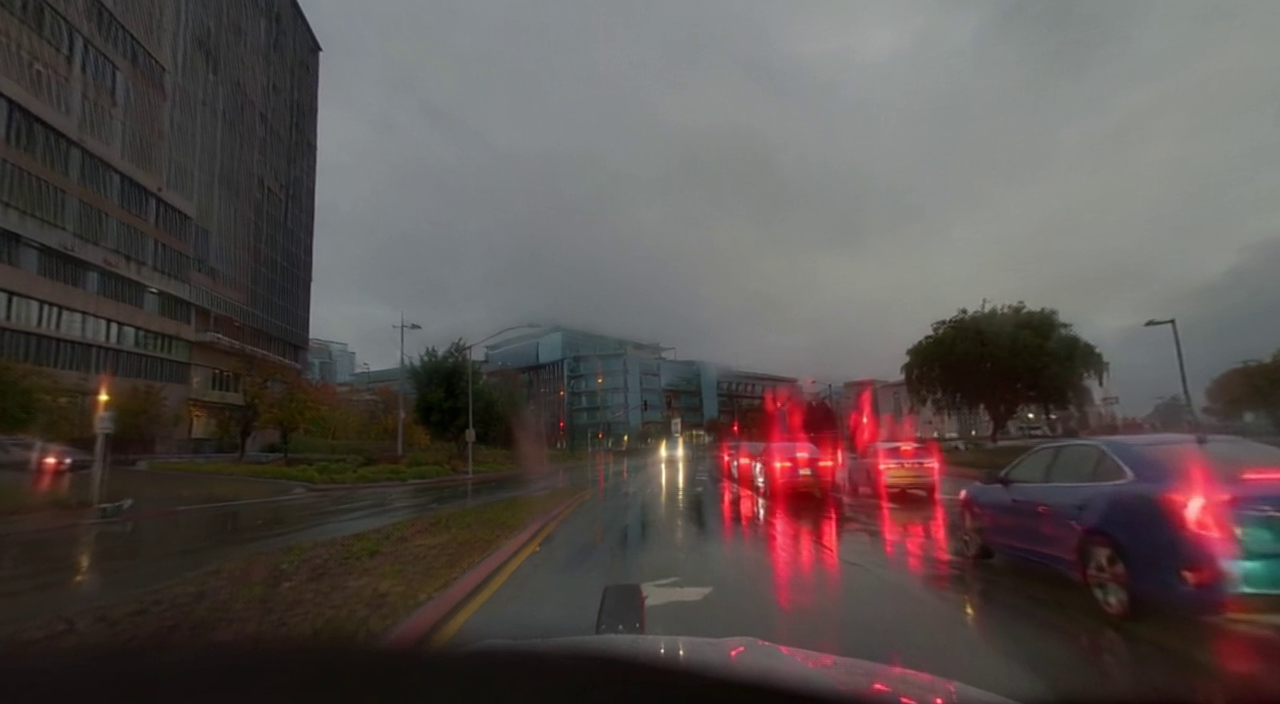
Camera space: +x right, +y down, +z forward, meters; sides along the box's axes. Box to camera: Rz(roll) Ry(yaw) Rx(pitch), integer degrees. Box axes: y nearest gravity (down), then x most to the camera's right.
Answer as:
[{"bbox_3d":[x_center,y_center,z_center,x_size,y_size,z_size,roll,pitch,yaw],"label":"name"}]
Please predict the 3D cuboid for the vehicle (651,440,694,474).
[{"bbox_3d":[1.848,5.687,34.283,2.121,1.728,4.161,-1,-9,6],"label":"vehicle"}]

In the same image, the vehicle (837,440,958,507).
[{"bbox_3d":[6.957,3.285,17.509,1.983,1.628,3.885,-1,-9,5],"label":"vehicle"}]

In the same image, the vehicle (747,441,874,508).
[{"bbox_3d":[4.354,3.197,16.863,2.183,1.553,3.923,0,-9,-2],"label":"vehicle"}]

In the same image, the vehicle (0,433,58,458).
[{"bbox_3d":[-44.862,6.675,44.845,4.600,1.700,1.957,1,-9,-4],"label":"vehicle"}]

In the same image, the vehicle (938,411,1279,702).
[{"bbox_3d":[4.784,1.495,5.908,2.089,1.609,4.922,-1,-9,7],"label":"vehicle"}]

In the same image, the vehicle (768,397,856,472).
[{"bbox_3d":[9.678,5.003,37.260,3.128,3.616,13.736,-1,-9,8],"label":"vehicle"}]
